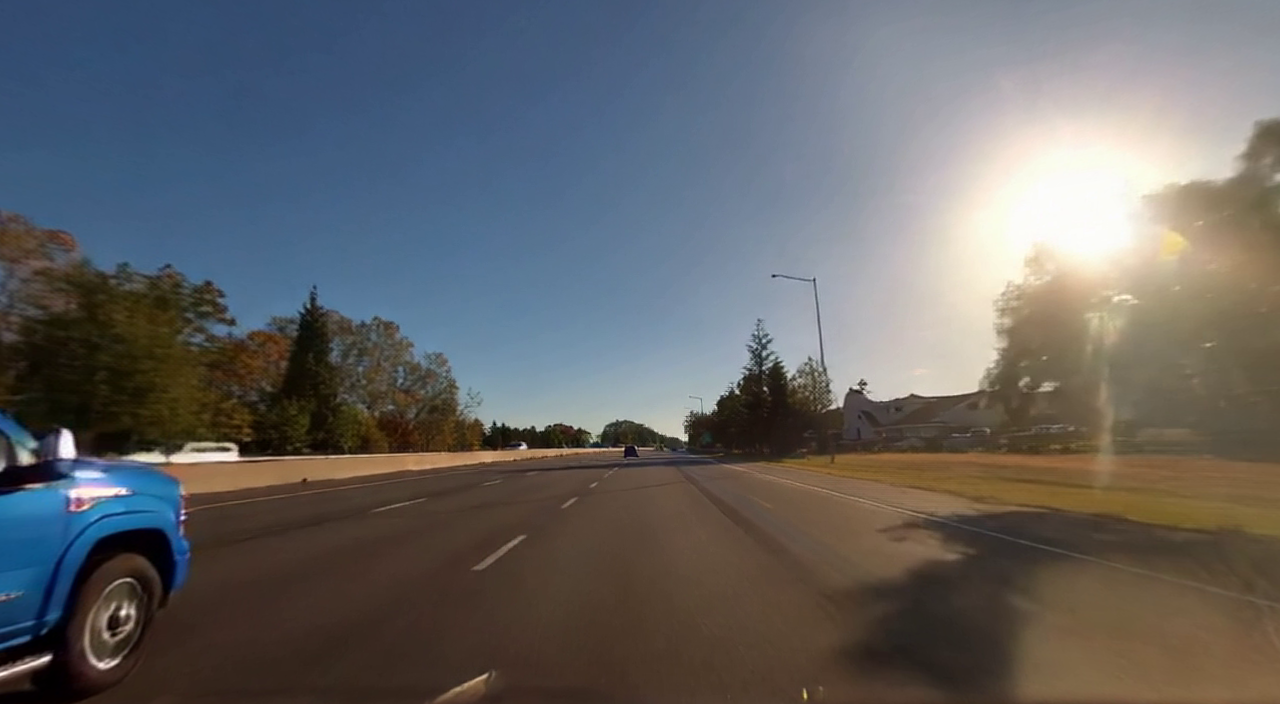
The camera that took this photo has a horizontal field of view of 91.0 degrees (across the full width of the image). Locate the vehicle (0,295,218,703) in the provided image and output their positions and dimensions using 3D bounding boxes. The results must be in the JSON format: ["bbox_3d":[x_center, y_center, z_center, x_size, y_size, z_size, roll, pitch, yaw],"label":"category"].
[{"bbox_3d":[-3.516,0.502,0.908,2.202,1.836,5.009,0,-8,2],"label":"vehicle"}]
